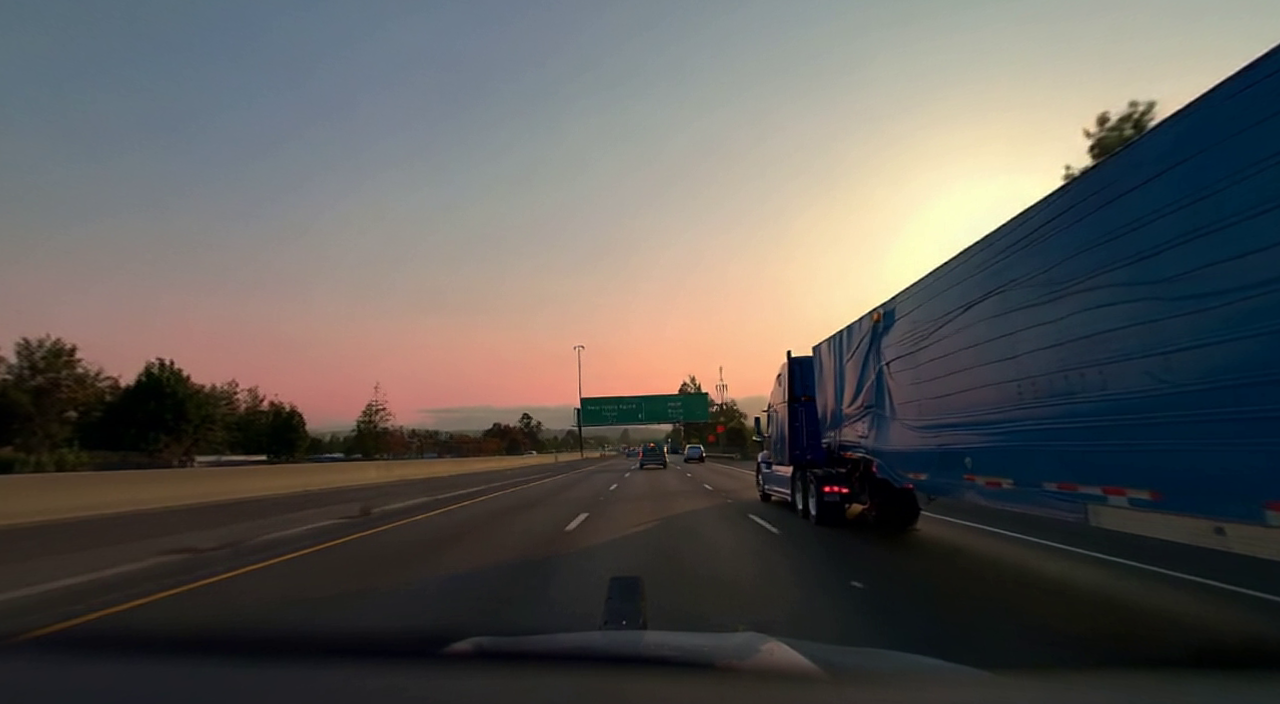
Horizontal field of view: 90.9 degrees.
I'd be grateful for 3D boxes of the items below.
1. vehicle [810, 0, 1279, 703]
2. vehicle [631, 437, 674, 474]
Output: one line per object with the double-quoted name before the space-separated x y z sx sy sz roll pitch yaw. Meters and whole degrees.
"vehicle" 4.124 -0.500 1.769 3.019 4.145 16.453 -1 -9 1
"vehicle" 0.676 5.689 34.806 2.205 1.860 4.301 -1 -9 0
